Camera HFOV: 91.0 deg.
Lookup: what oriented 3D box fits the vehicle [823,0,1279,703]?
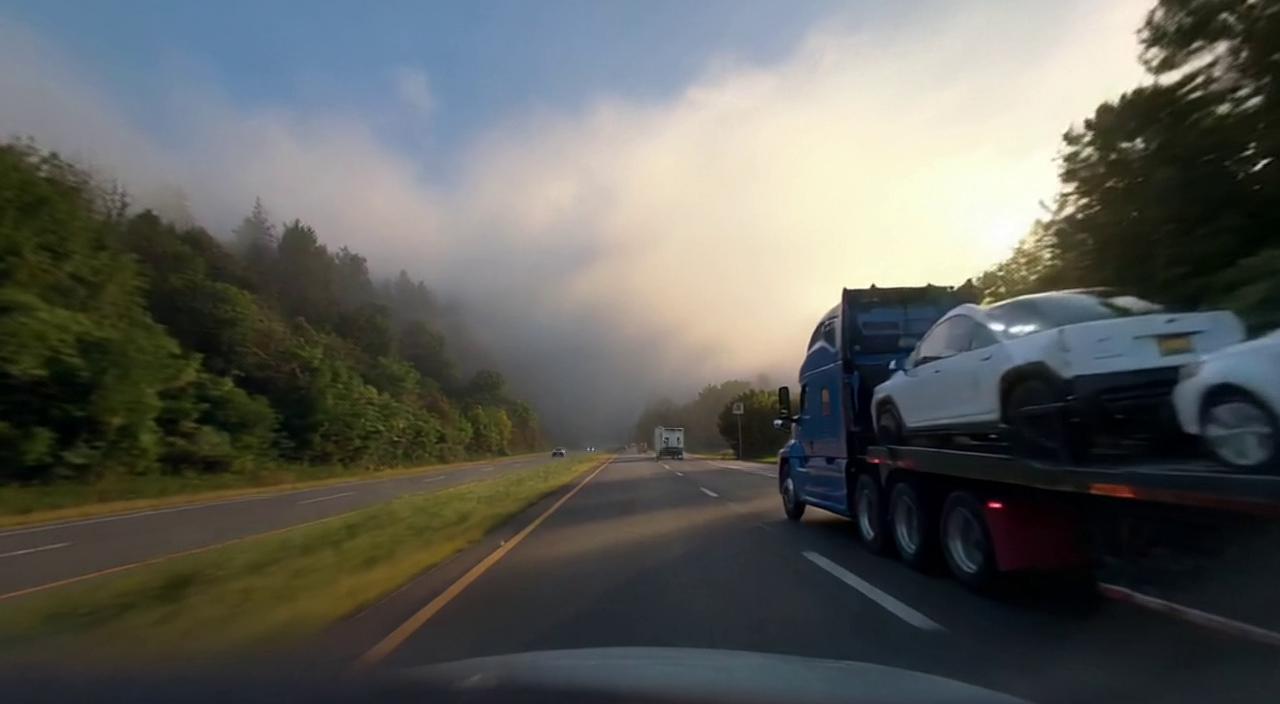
[{"bbox_3d":[4.379,-0.398,0.579,2.846,3.782,16.985,0,-8,-2],"label":"vehicle"}]
